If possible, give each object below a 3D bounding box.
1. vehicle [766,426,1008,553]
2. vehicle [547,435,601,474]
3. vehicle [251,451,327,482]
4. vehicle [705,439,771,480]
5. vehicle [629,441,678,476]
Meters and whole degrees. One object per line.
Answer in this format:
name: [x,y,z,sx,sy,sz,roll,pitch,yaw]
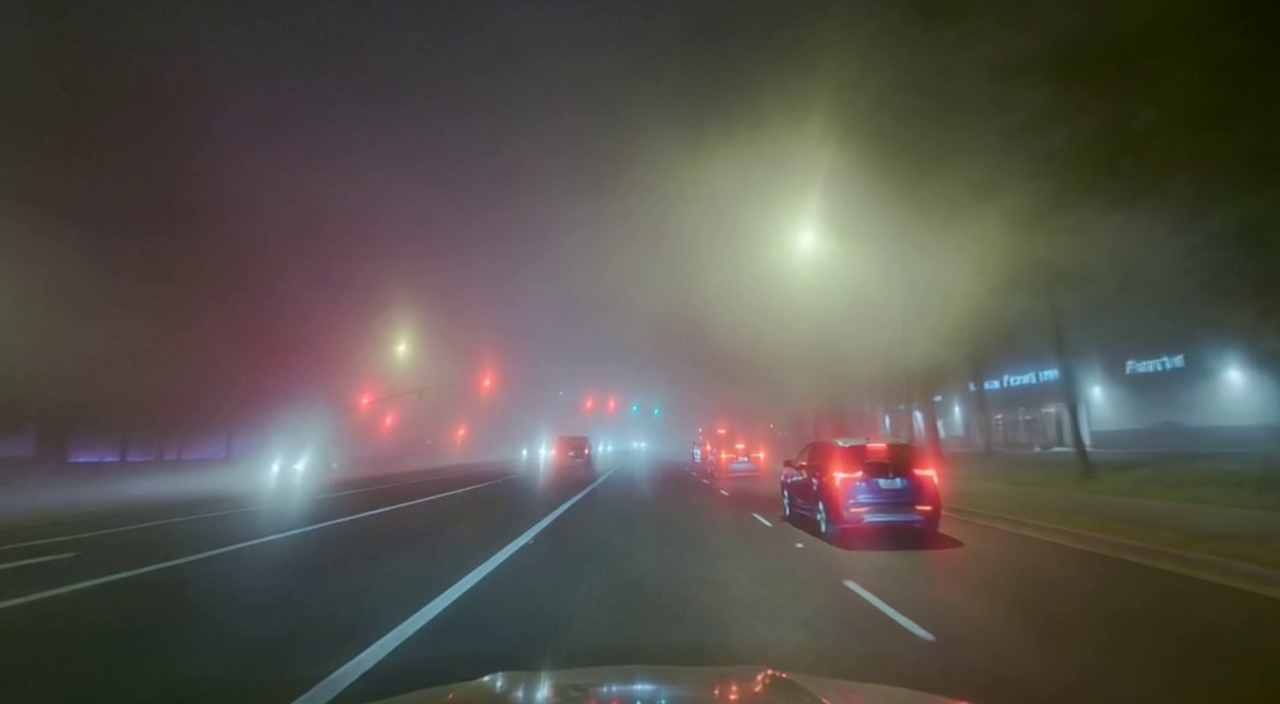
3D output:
vehicle: [3.350,1.948,9.654,1.948,1.474,4.360,0,-8,0]
vehicle: [-3.067,4.879,30.240,2.023,1.720,4.452,0,-8,1]
vehicle: [-22.323,7.274,40.350,2.025,1.802,4.848,0,-8,0]
vehicle: [3.797,4.236,25.127,1.913,1.463,4.198,0,-8,-1]
vehicle: [0.560,4.629,27.665,1.971,1.433,3.923,0,-8,1]
